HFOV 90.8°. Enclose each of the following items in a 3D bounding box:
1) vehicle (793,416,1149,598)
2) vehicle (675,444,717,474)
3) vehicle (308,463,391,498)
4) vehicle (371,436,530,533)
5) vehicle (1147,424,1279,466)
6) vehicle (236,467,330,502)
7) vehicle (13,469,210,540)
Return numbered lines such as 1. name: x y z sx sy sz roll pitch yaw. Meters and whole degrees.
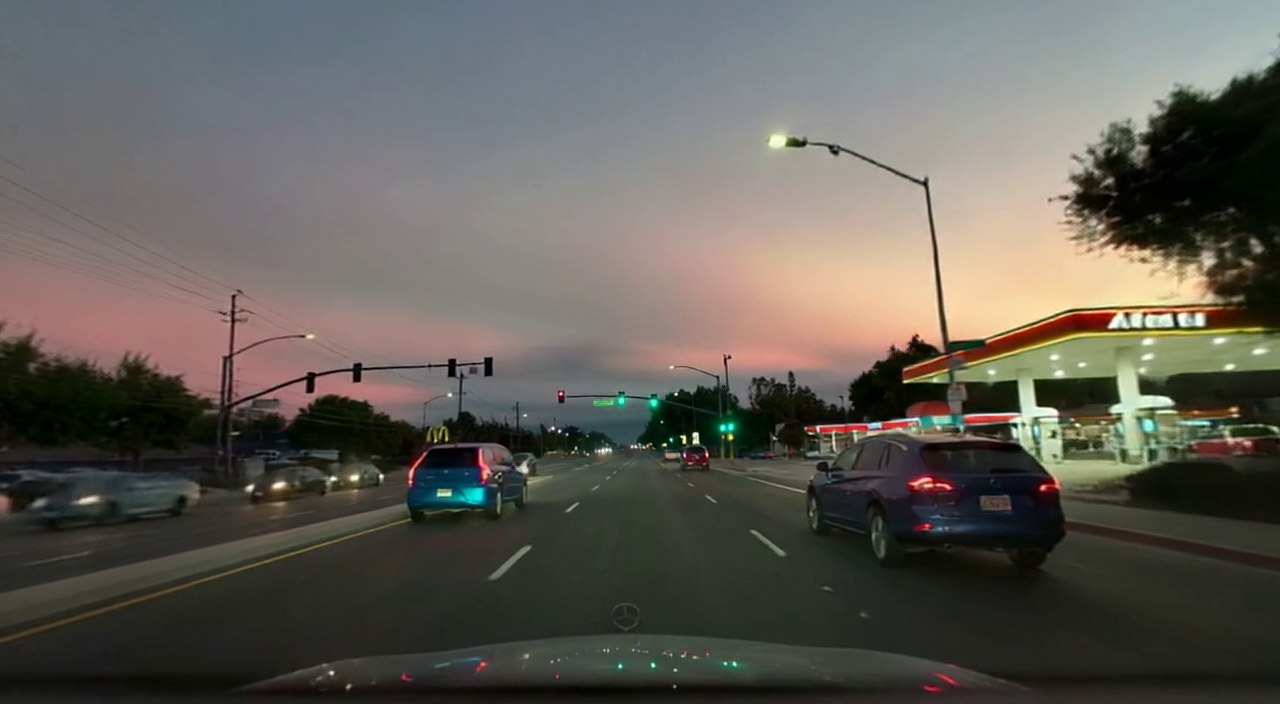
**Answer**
1. vehicle: 3.617 1.769 8.146 2.085 1.655 4.459 0 -9 -1
2. vehicle: 3.329 6.444 38.308 2.066 1.699 4.419 0 -9 -1
3. vehicle: -14.161 6.261 31.156 1.861 1.472 4.543 0 -9 1
4. vehicle: -3.572 2.563 12.816 1.935 1.617 4.045 0 -9 0
5. vehicle: 23.015 3.746 25.326 1.821 1.516 4.163 1 -8 -2
6. vehicle: -17.666 6.555 31.563 1.968 1.476 4.598 0 -9 1
7. vehicle: -14.178 4.058 17.337 1.851 1.540 4.025 0 -9 1
